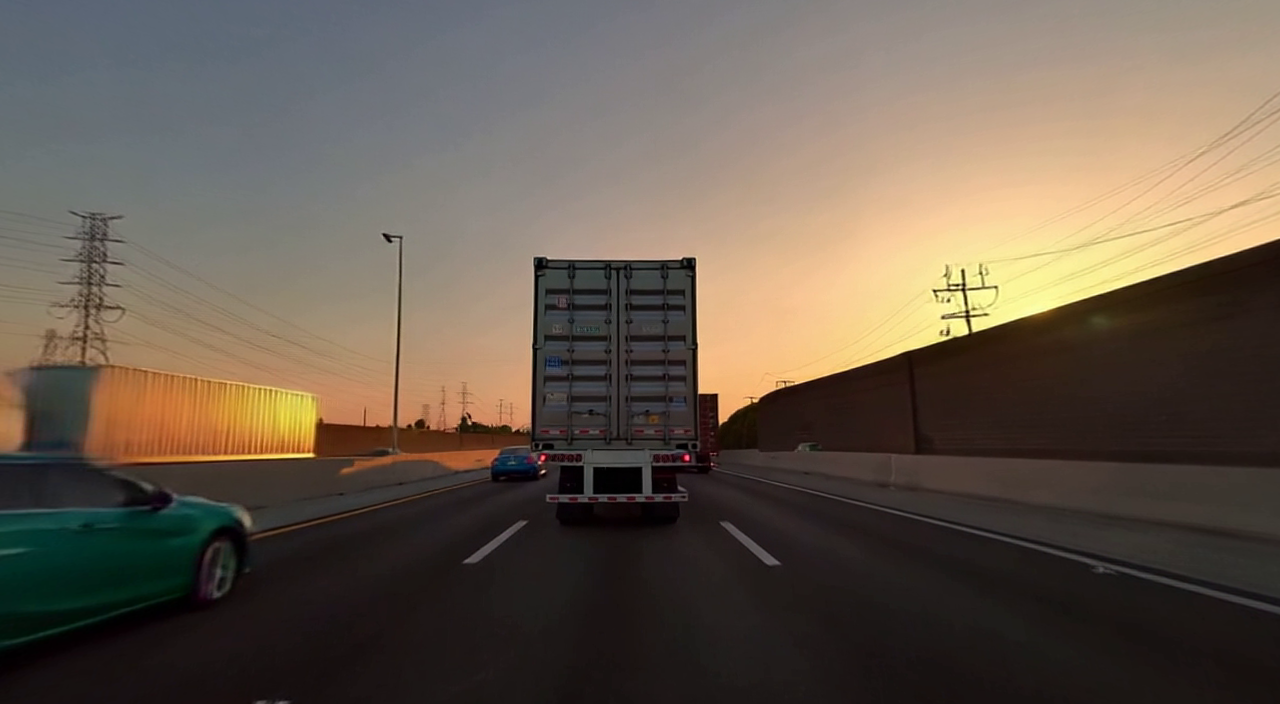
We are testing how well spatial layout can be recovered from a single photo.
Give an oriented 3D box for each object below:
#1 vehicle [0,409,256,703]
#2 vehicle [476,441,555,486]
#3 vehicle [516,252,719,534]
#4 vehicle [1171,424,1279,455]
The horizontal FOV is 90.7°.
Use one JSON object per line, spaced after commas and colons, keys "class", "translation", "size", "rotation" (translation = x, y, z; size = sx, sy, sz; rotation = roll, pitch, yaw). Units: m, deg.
{"class": "vehicle", "translation": [-4.164, 1.038, 3.130], "size": [1.912, 1.485, 4.218], "rotation": [0, -9, -1]}
{"class": "vehicle", "translation": [-4.468, 4.092, 23.496], "size": [1.993, 1.475, 4.540], "rotation": [0, -9, 0]}
{"class": "vehicle", "translation": [-0.305, 1.420, 15.107], "size": [2.841, 4.071, 12.046], "rotation": [0, -9, 0]}
{"class": "vehicle", "translation": [32.428, 4.869, 34.832], "size": [4.579, 1.594, 1.932], "rotation": [-9, -12, 44]}
